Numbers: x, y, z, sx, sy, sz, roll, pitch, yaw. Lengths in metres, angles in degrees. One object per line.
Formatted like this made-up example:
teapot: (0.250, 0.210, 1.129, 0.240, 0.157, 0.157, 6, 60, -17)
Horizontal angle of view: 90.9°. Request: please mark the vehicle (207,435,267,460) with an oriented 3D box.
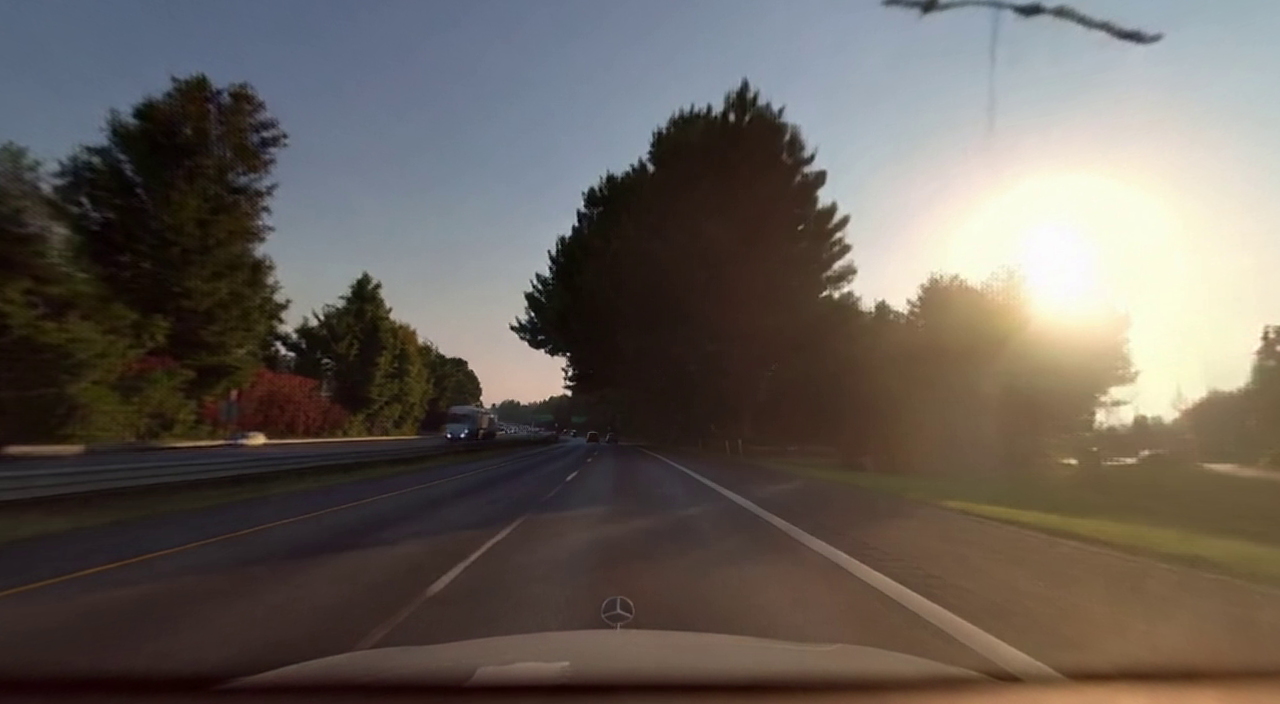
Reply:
vehicle: (-25.351, 5.997, 39.847, 1.863, 1.467, 4.431, 2, -7, -15)
